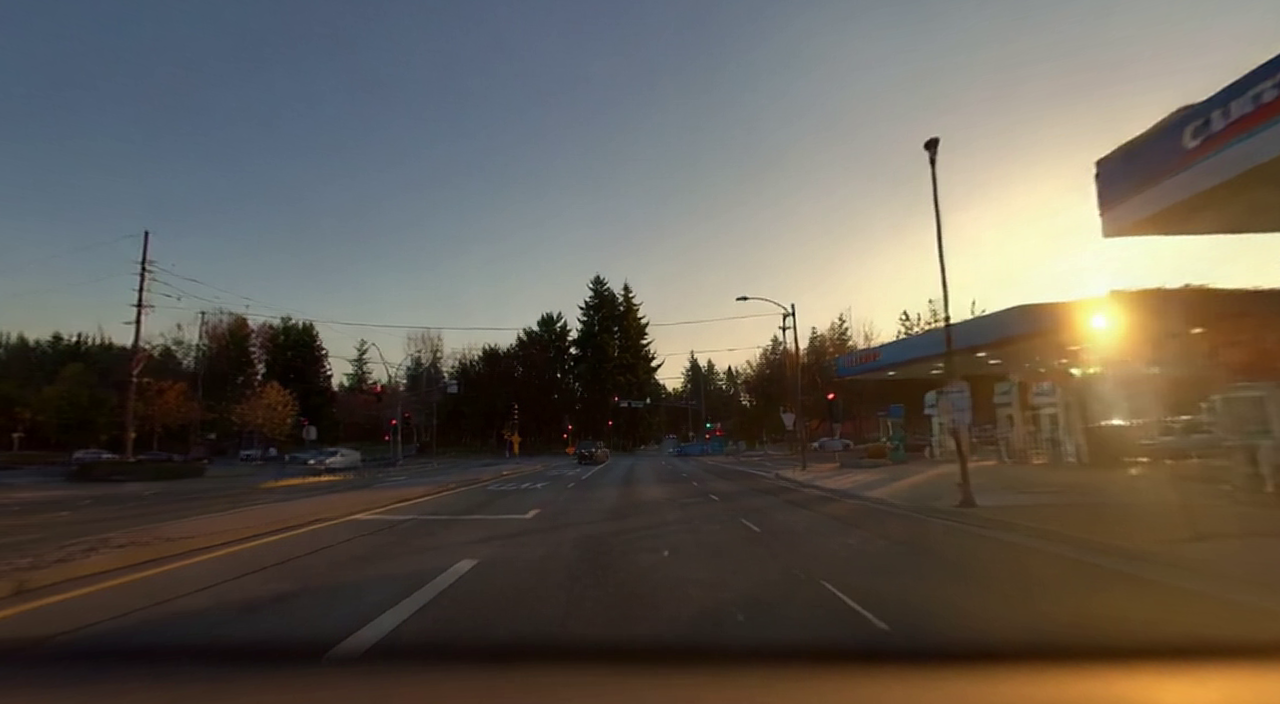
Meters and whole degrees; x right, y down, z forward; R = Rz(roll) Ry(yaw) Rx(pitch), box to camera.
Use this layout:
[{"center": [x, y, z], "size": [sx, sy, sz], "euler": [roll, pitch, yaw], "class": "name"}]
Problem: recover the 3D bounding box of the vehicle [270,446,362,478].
[{"center": [-15.979, 5.428, 31.487], "size": [1.911, 1.478, 4.601], "euler": [-1, -8, 4], "class": "vehicle"}]
